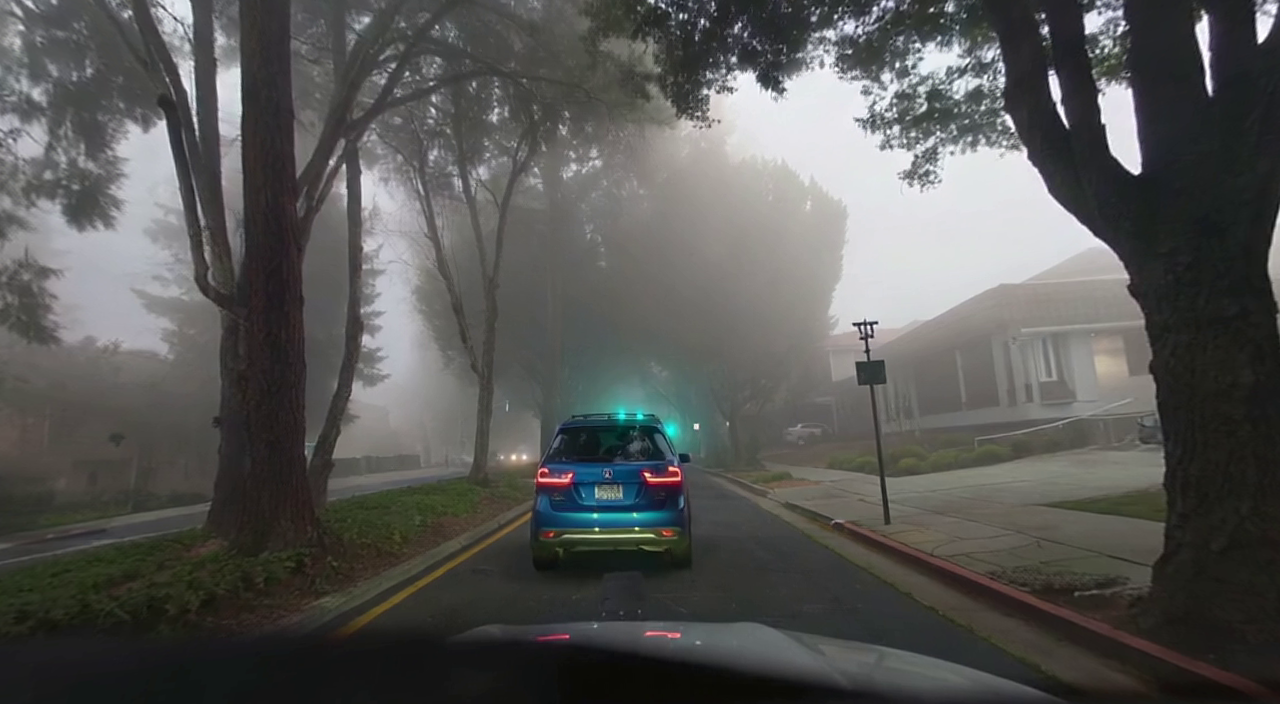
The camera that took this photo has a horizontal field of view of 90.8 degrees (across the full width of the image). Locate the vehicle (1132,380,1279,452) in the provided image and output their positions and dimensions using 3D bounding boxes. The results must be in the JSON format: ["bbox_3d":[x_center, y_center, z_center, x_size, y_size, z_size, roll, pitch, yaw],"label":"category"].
[{"bbox_3d":[13.810,1.443,13.906,4.270,1.486,2.042,-5,-10,27],"label":"vehicle"}]

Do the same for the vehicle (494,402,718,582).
[{"bbox_3d":[-0.277,1.629,8.049,2.136,1.703,3.910,-1,-8,2],"label":"vehicle"}]
